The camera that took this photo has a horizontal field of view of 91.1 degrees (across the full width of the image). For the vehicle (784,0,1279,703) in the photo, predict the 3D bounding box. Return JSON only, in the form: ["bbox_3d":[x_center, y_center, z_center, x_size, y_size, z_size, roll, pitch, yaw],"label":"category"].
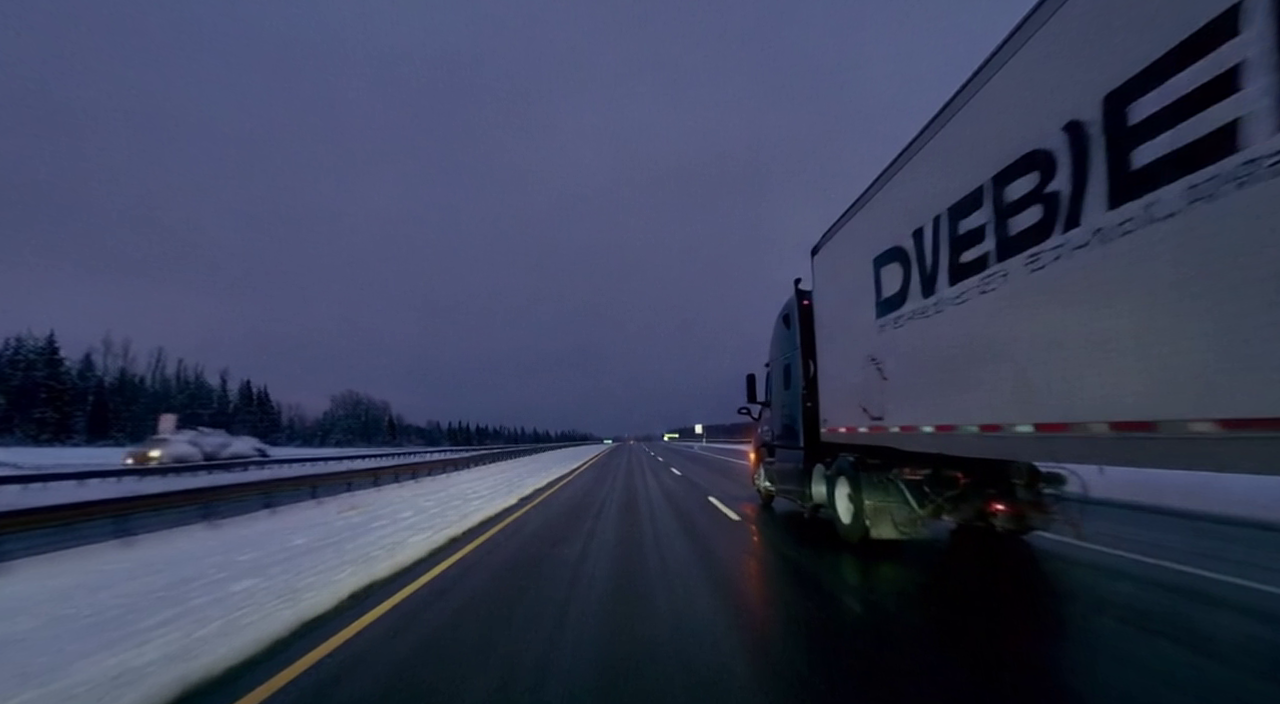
[{"bbox_3d":[3.859,-0.111,4.442,2.995,3.911,10.582,0,-8,-1],"label":"vehicle"}]
